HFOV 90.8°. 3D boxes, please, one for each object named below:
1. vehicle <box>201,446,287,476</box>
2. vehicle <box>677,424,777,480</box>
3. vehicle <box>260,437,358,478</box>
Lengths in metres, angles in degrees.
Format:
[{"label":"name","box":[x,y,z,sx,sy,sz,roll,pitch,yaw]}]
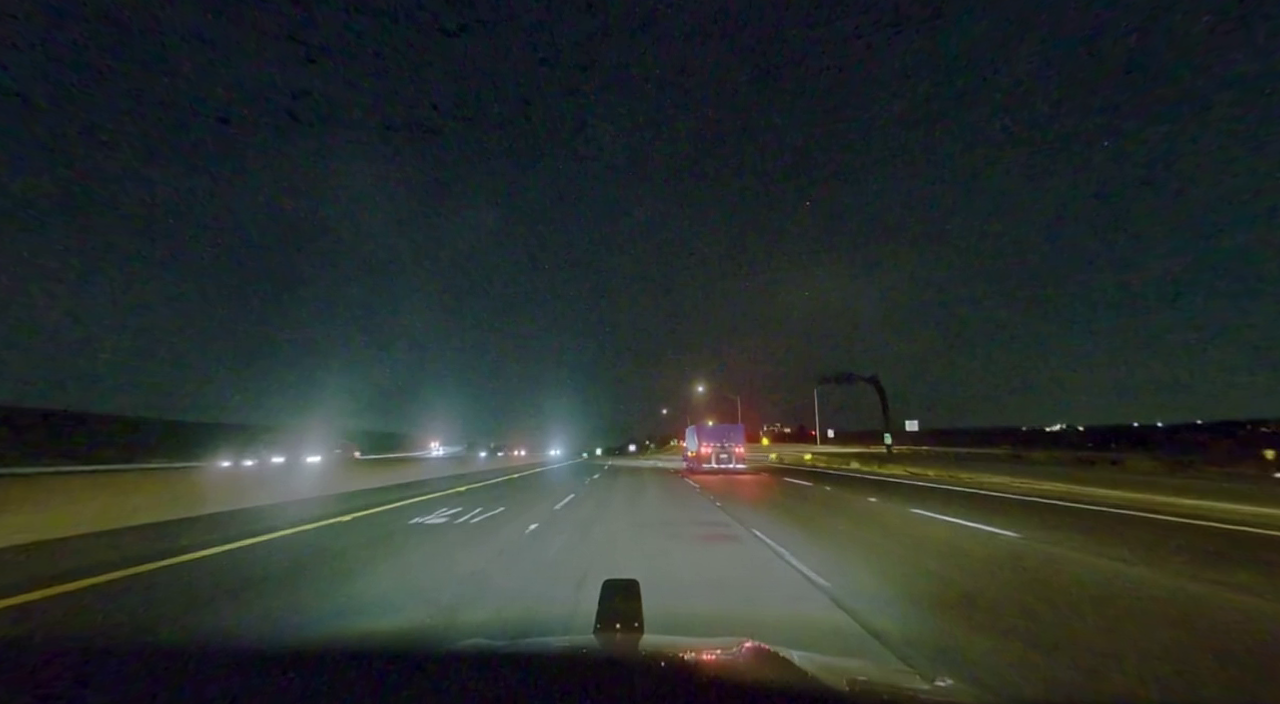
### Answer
[{"label":"vehicle","box":[-22.240,6.091,35.697,1.952,1.552,4.670,0,-8,-2]},{"label":"vehicle","box":[3.440,4.281,27.378,2.981,2.053,7.897,0,-8,-2]},{"label":"vehicle","box":[-14.382,4.606,27.746,1.969,1.656,4.297,0,-8,-1]}]
